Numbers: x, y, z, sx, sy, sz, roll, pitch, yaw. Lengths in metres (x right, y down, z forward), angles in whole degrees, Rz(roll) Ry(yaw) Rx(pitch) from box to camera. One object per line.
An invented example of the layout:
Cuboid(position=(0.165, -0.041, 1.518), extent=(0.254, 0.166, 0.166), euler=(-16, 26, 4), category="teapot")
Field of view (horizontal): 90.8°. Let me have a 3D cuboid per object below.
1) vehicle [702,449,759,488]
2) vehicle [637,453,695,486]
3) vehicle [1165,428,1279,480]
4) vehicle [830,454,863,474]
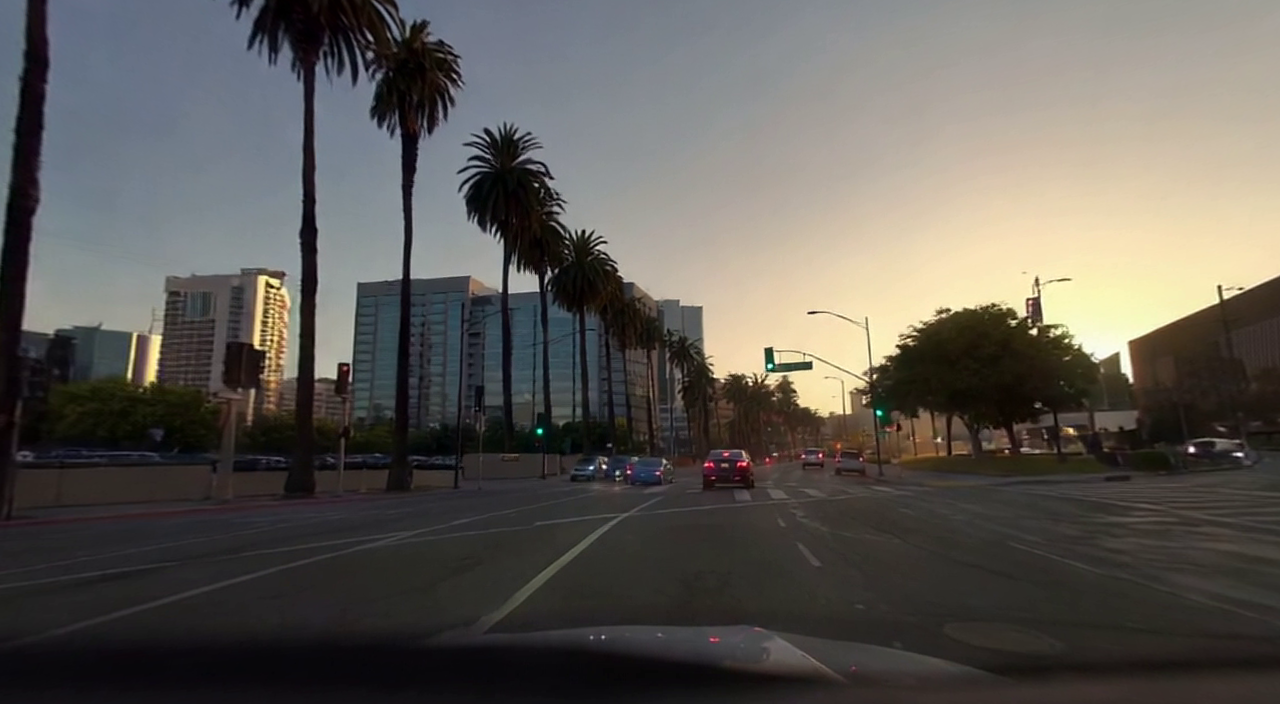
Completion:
Cuboid(position=(3.979, 4.975, 27.345), extent=(2.096, 1.492, 4.071), euler=(-2, -9, 12), category="vehicle")
Cuboid(position=(1.332, 5.609, 30.510), extent=(2.048, 1.418, 4.177), euler=(-2, -9, 13), category="vehicle")
Cuboid(position=(23.797, 3.983, 24.778), extent=(5.049, 1.861, 2.081), euler=(2, -9, -12), category="vehicle")
Cuboid(position=(15.826, 8.571, 48.514), extent=(1.983, 1.457, 4.220), euler=(-2, -9, 13), category="vehicle")
